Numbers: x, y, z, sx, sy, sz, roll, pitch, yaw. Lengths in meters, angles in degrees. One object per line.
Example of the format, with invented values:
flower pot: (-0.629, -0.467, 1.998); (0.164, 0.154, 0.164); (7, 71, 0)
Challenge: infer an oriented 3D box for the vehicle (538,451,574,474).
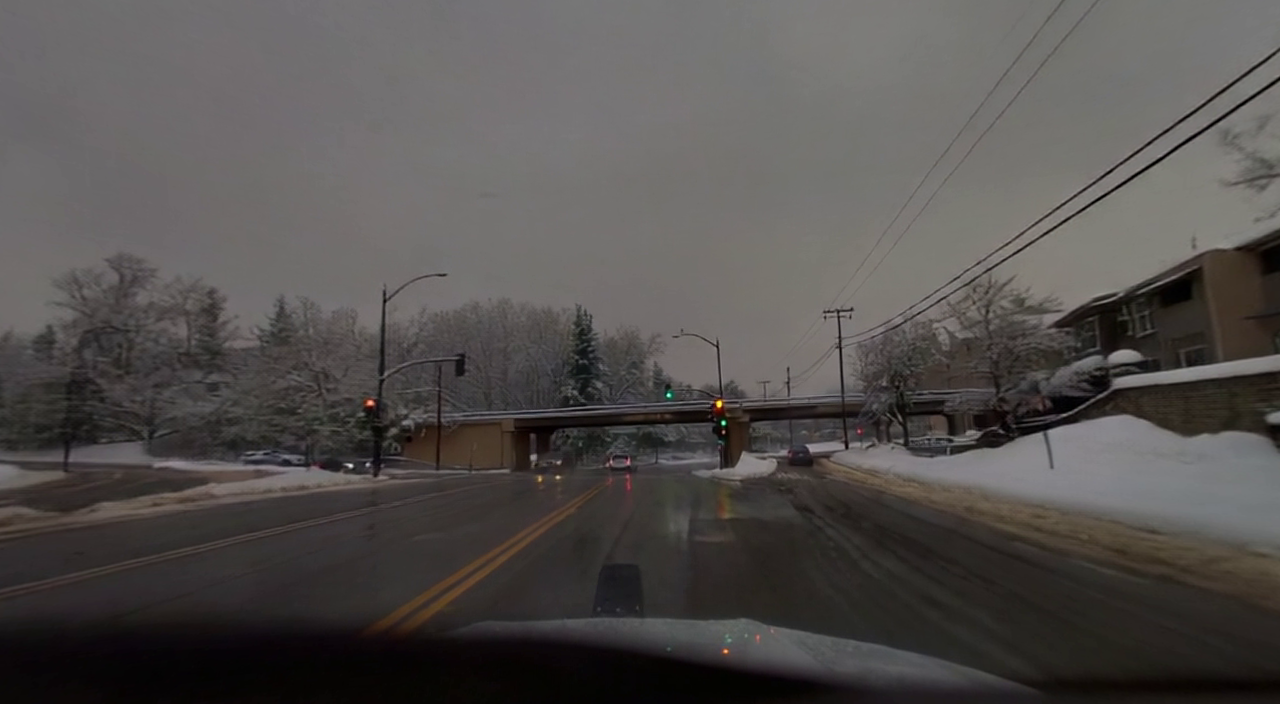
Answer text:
vehicle: (-6.345, 8.410, 48.231); (1.886, 1.654, 4.037); (-1, -9, 5)

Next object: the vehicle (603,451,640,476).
vehicle: (-1.185, 7.465, 42.489); (1.997, 1.542, 4.202); (-1, -8, 5)

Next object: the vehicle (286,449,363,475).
vehicle: (-20.374, 7.111, 40.961); (3.877, 1.623, 2.049); (0, -8, -3)

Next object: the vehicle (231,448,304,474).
vehicle: (-26.765, 7.790, 45.384); (4.598, 1.765, 1.955); (-3, -9, 21)

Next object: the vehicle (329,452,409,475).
vehicle: (-19.172, 7.917, 44.805); (4.775, 1.531, 1.989); (-1, -8, 2)
